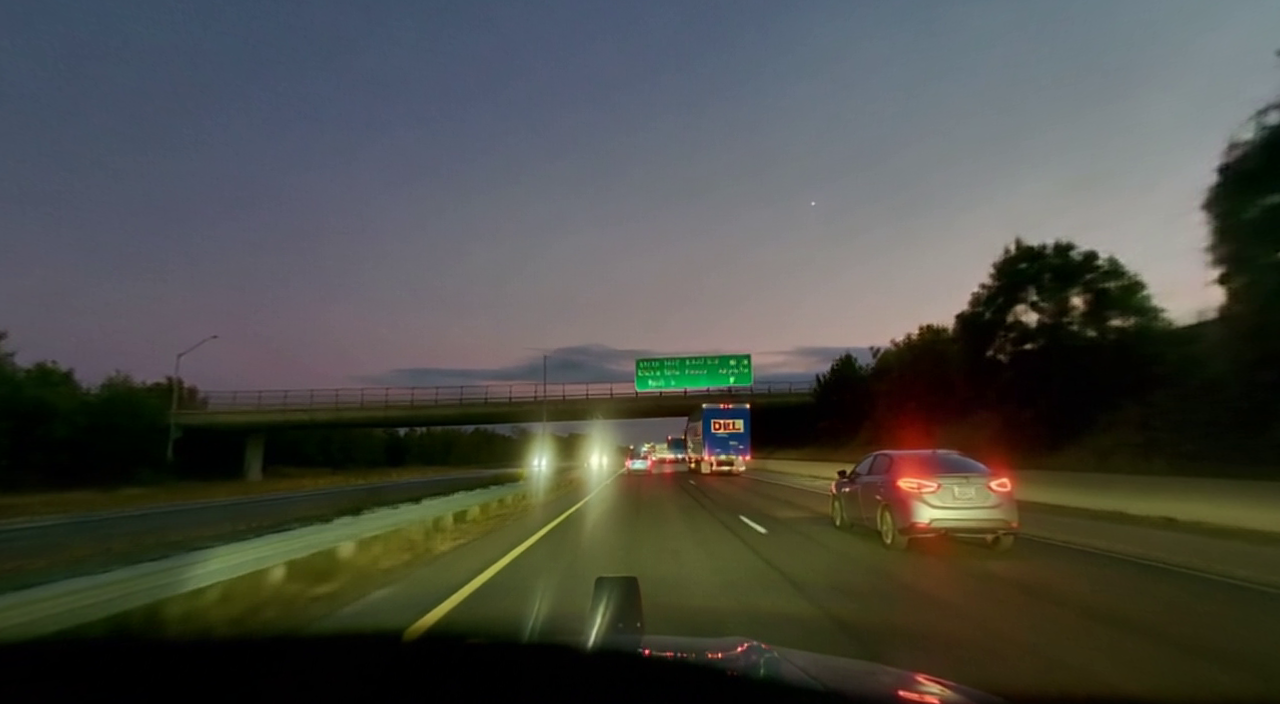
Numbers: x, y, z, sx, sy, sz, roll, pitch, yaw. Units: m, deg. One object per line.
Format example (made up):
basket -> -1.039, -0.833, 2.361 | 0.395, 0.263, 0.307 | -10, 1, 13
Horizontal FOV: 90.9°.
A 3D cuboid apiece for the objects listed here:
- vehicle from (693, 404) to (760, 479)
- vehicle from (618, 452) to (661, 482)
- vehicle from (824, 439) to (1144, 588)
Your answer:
vehicle -> 5.010, 5.482, 38.185 | 2.838, 3.985, 8.010 | 0, -9, 0
vehicle -> -0.054, 5.828, 32.163 | 2.055, 1.445, 3.661 | 0, -9, 0
vehicle -> 4.047, 1.940, 8.418 | 1.894, 1.452, 4.164 | 0, -9, 0
